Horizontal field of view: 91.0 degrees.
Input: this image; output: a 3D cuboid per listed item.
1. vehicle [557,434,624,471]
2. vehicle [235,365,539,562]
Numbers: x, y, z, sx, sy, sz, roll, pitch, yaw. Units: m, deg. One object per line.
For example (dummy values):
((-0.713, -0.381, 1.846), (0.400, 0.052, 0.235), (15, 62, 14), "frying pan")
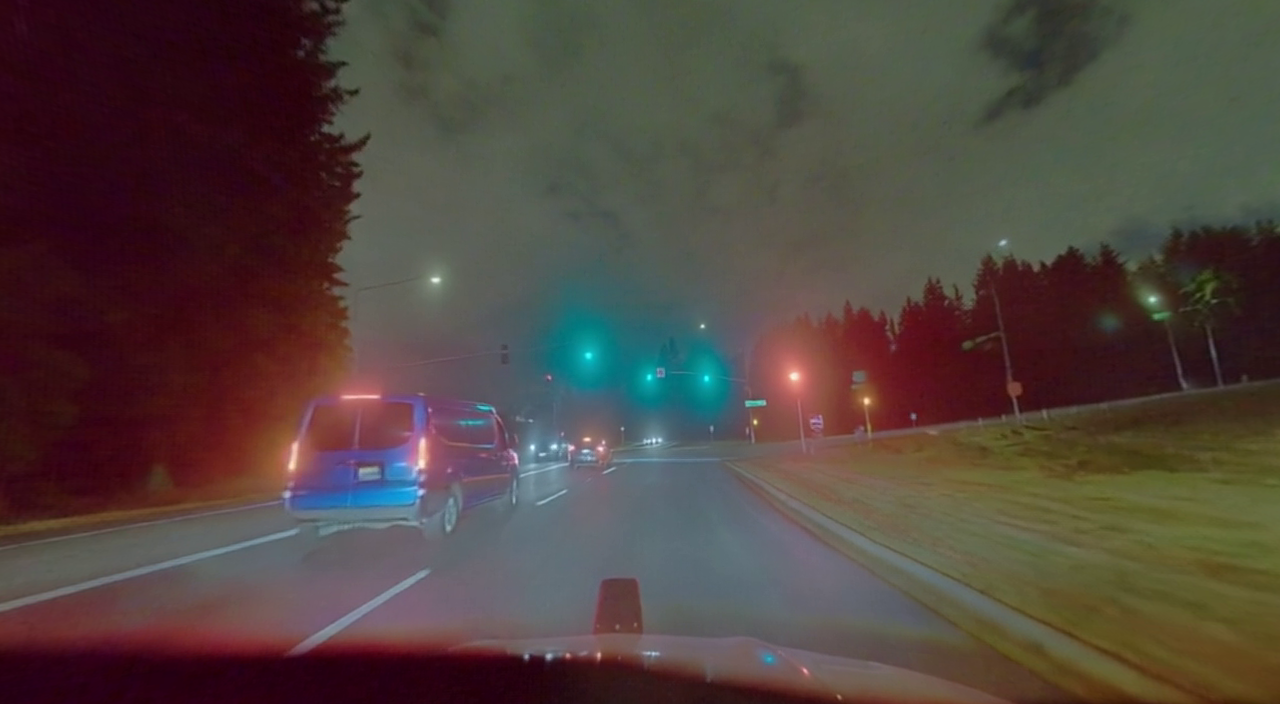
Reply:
((-2.093, 4.483, 28.264), (2.088, 1.484, 4.572), (-1, -9, 7), "vehicle")
((-3.235, 1.609, 9.683), (2.362, 2.185, 5.212), (0, -8, 2), "vehicle")
